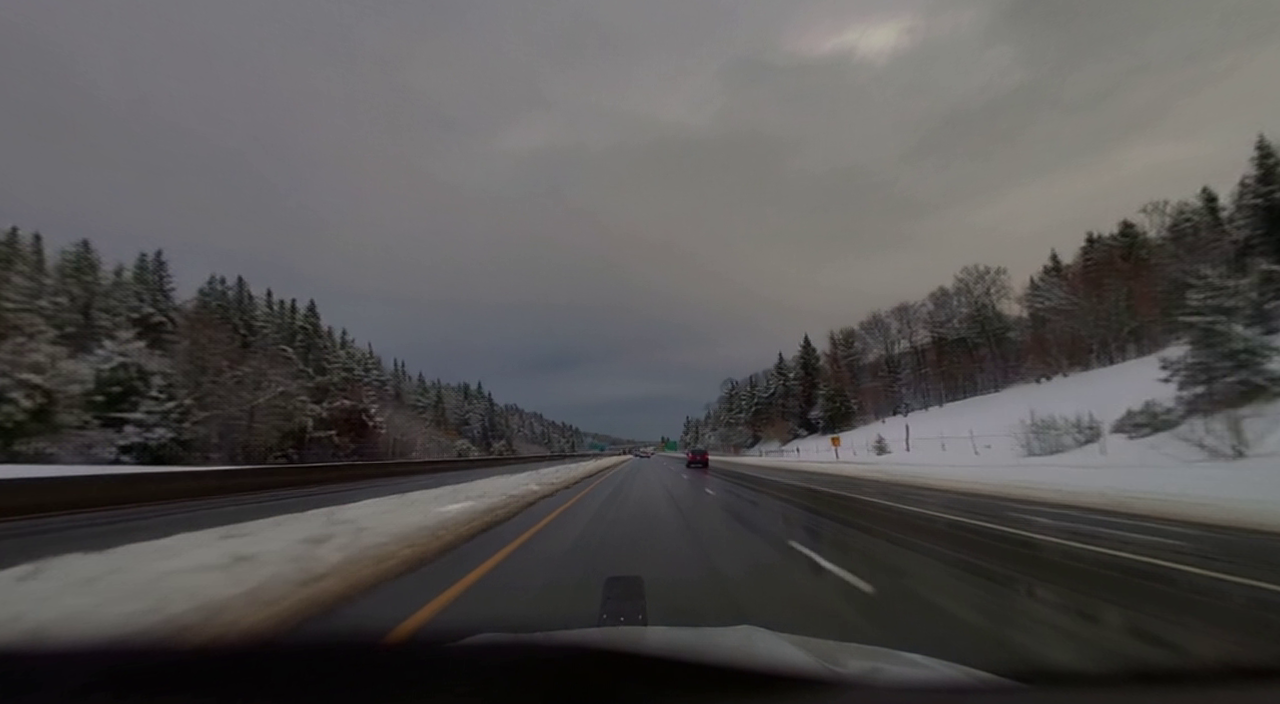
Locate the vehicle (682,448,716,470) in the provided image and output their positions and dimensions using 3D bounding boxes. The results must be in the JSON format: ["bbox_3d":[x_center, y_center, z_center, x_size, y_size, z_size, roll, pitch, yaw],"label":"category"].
[{"bbox_3d":[4.231,7.755,45.801,1.984,1.481,4.376,0,-9,0],"label":"vehicle"}]
